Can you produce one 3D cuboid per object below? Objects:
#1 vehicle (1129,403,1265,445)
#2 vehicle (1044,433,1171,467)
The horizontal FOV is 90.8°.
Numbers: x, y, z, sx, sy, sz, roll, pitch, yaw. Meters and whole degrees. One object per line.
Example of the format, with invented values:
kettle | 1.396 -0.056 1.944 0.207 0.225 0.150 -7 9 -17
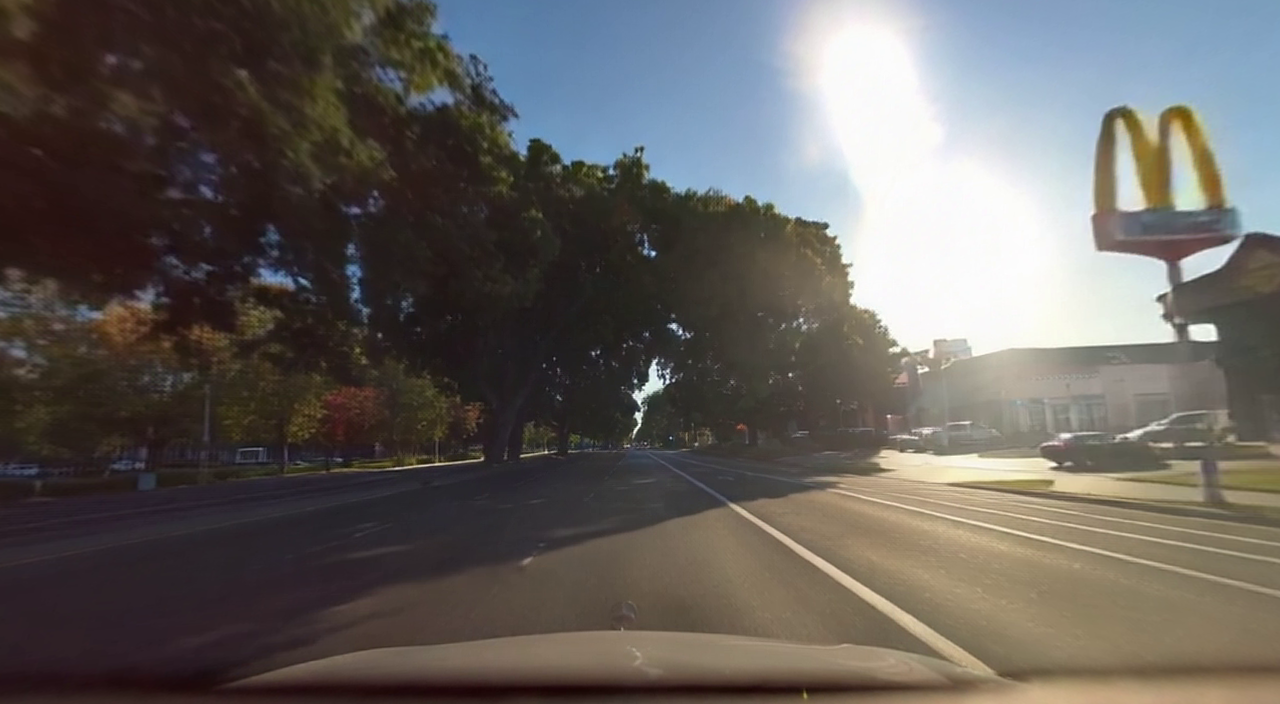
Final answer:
vehicle | 37.764 4.933 42.977 6.780 2.760 2.228 -1 -8 2
vehicle | 22.164 4.667 30.072 4.373 1.532 2.071 0 -8 -1
